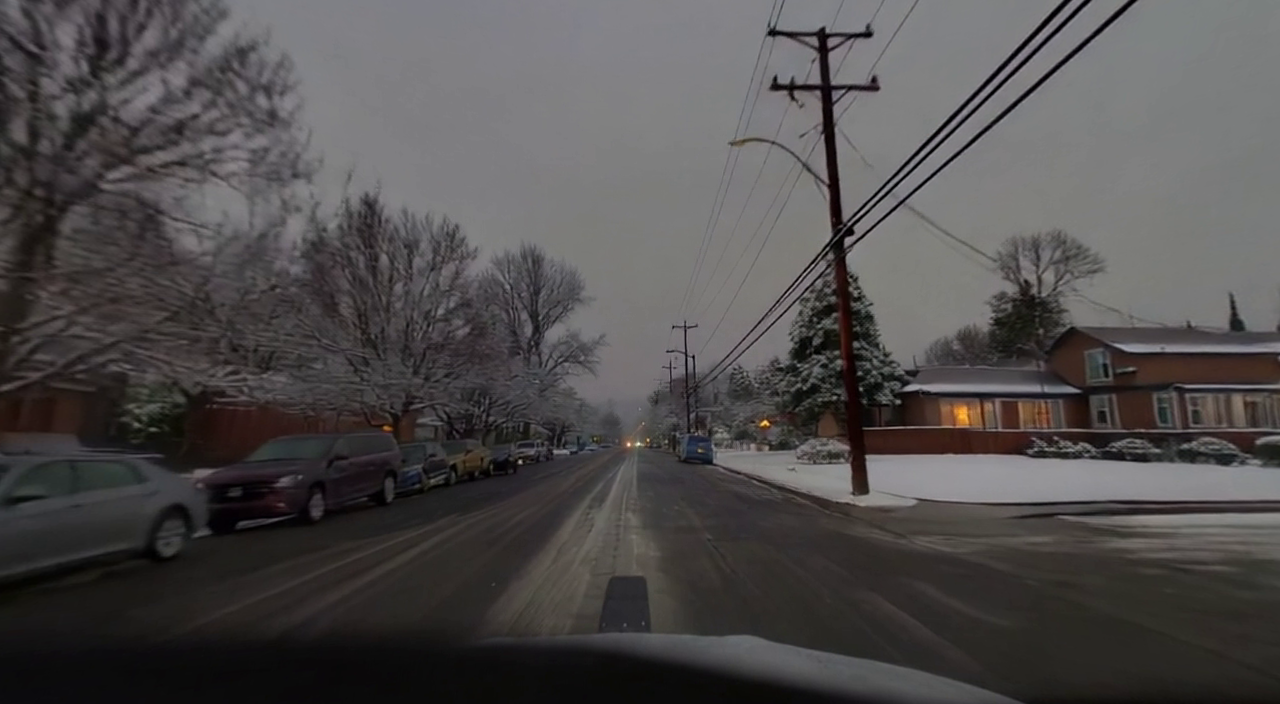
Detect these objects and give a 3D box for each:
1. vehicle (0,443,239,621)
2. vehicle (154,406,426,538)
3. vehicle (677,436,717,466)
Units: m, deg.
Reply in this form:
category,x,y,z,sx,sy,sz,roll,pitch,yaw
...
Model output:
category,x,y,z,sx,sy,sz,roll,pitch,yaw
vehicle,-6.268,1.627,6.143,1.890,1.453,4.430,0,-8,-2
vehicle,-6.383,2.269,12.608,2.222,2.022,5.547,0,-8,0
vehicle,3.572,6.343,40.552,2.138,1.766,5.129,0,-8,0
